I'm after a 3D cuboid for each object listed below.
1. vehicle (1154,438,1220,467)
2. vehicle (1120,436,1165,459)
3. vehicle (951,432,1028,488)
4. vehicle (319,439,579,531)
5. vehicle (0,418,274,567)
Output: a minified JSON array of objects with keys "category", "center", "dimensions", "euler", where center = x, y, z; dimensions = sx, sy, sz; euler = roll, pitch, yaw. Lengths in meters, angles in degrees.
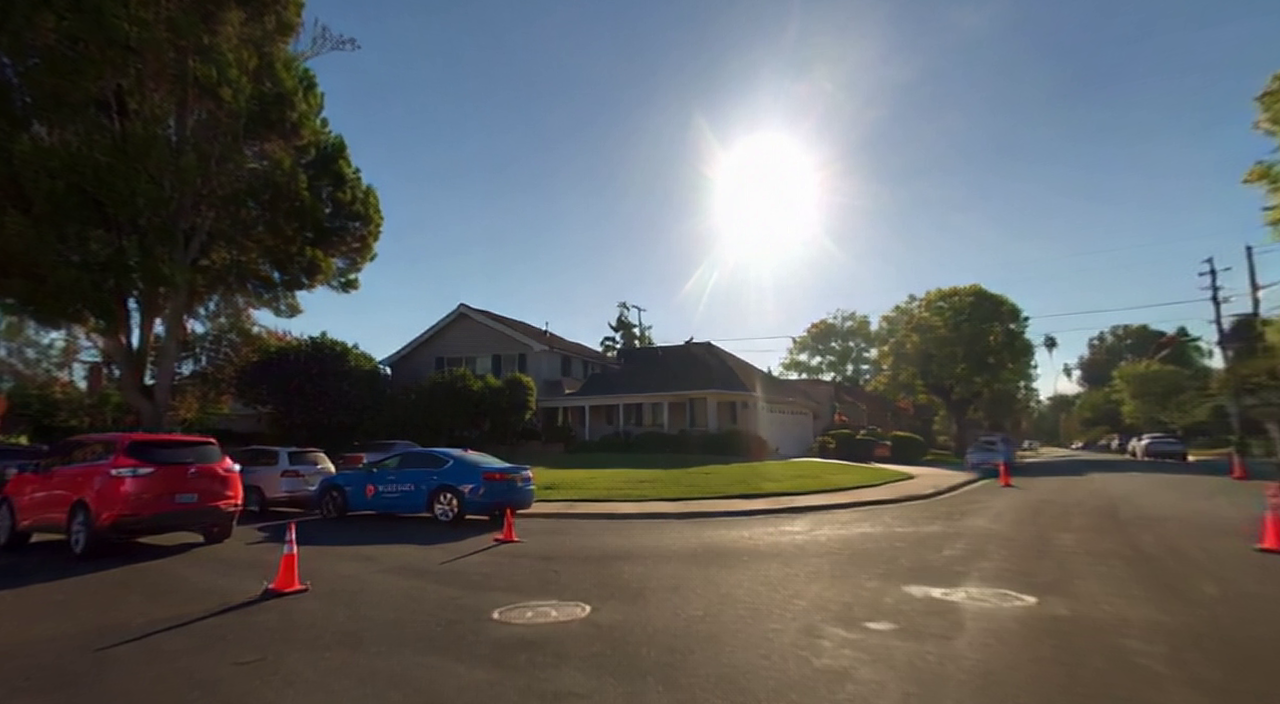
[{"category":"vehicle","center":[29.694,5.452,34.431],"dimensions":[1.829,1.447,4.183],"euler":[-5,-10,29]},{"category":"vehicle","center":[36.982,7.028,46.572],"dimensions":[1.869,1.635,4.043],"euler":[-5,-10,29]},{"category":"vehicle","center":[12.433,3.751,22.347],"dimensions":[2.014,1.742,4.297],"euler":[-6,-10,31]},{"category":"vehicle","center":[-3.858,2.550,12.766],"dimensions":[4.710,1.515,2.400],"euler":[-5,-10,30]},{"category":"vehicle","center":[-7.916,1.985,9.651],"dimensions":[4.094,1.748,2.350],"euler":[-6,-10,33]}]
